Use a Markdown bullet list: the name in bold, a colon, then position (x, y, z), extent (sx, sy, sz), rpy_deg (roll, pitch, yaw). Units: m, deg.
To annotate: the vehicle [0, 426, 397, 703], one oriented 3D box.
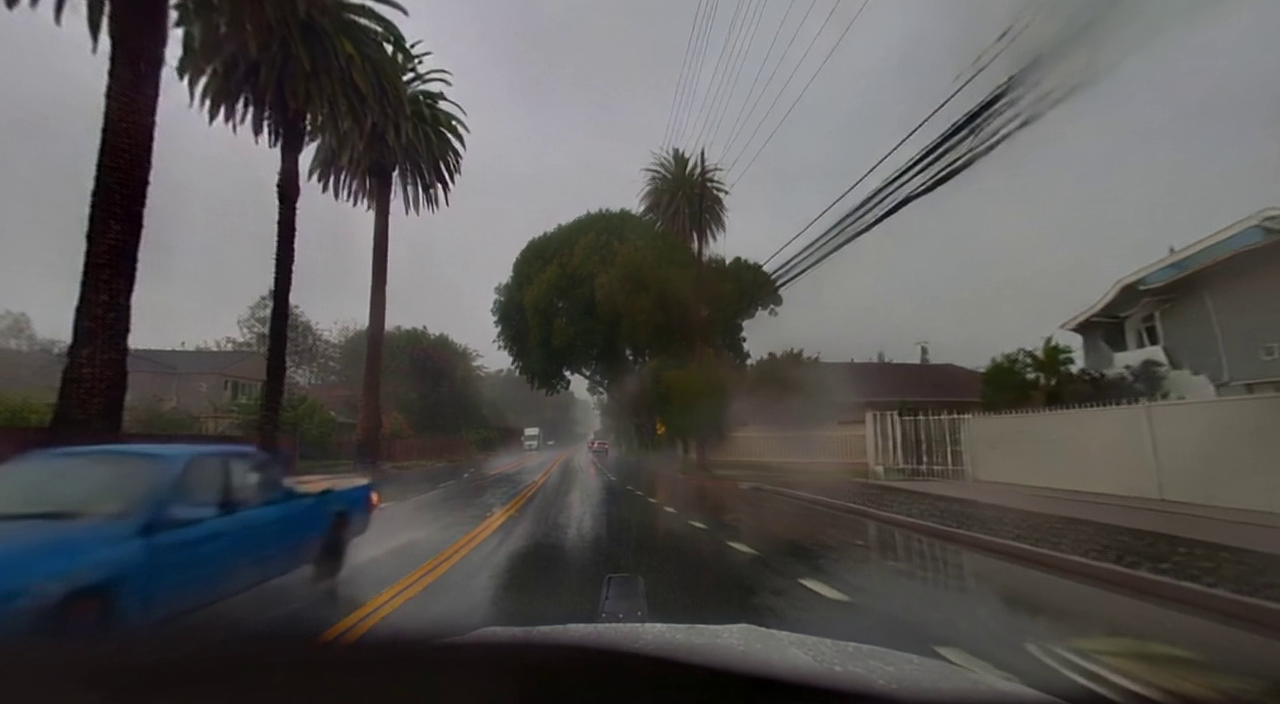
- **vehicle**: position (-3.877, 1.460, 5.321), extent (2.061, 1.510, 4.457), rpy_deg (0, -9, -3)
